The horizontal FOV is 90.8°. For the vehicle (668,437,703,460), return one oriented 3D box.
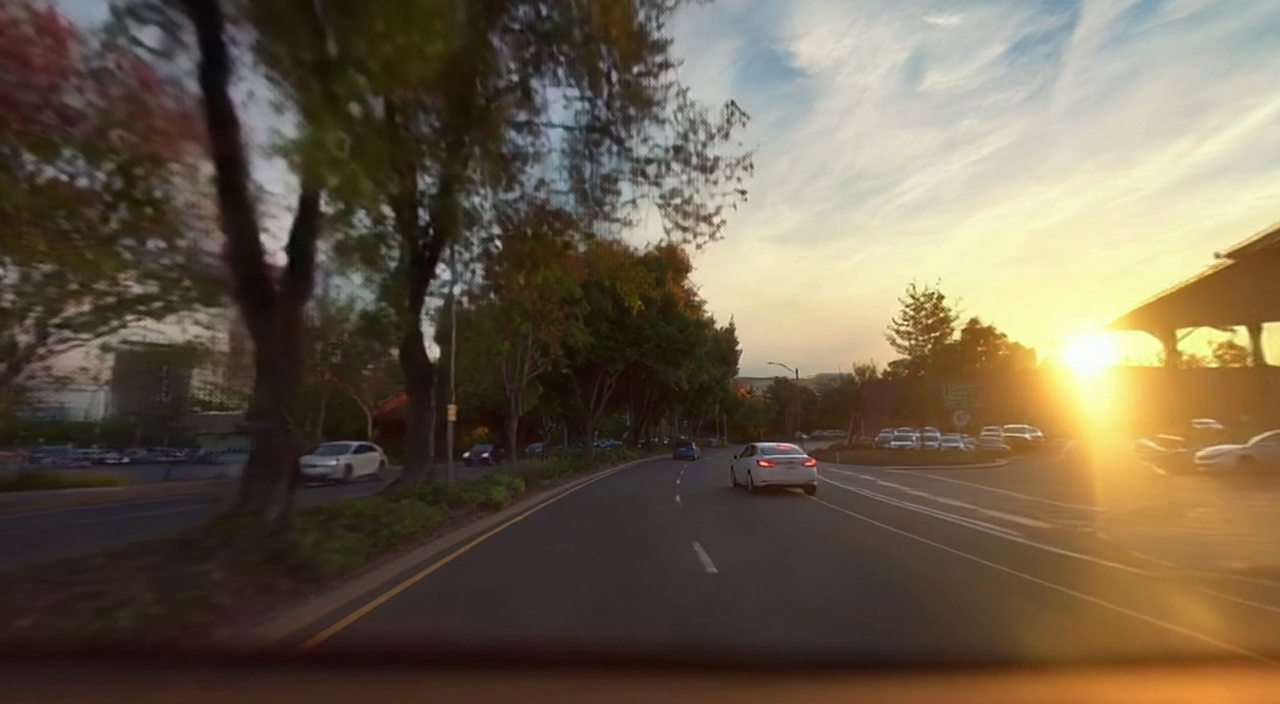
[{"bbox_3d":[3.577,7.462,49.098,2.123,1.703,4.292,-2,-8,11],"label":"vehicle"}]

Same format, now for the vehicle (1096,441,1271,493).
[{"bbox_3d":[17.001,3.541,19.803,4.653,1.471,1.850,2,-9,-17],"label":"vehicle"}]

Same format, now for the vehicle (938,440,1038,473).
[{"bbox_3d":[18.820,5.665,34.233,4.512,1.561,1.846,-8,-11,31],"label":"vehicle"}]

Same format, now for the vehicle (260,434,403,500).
[{"bbox_3d":[-8.952,3.347,18.862,2.045,1.689,4.545,0,-8,-2],"label":"vehicle"}]

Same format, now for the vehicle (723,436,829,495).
[{"bbox_3d":[3.841,3.284,18.801,2.132,1.497,4.827,0,-8,1],"label":"vehicle"}]

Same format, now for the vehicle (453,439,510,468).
[{"bbox_3d":[-9.951,6.418,40.102,1.951,1.731,4.440,-1,-8,7],"label":"vehicle"}]
